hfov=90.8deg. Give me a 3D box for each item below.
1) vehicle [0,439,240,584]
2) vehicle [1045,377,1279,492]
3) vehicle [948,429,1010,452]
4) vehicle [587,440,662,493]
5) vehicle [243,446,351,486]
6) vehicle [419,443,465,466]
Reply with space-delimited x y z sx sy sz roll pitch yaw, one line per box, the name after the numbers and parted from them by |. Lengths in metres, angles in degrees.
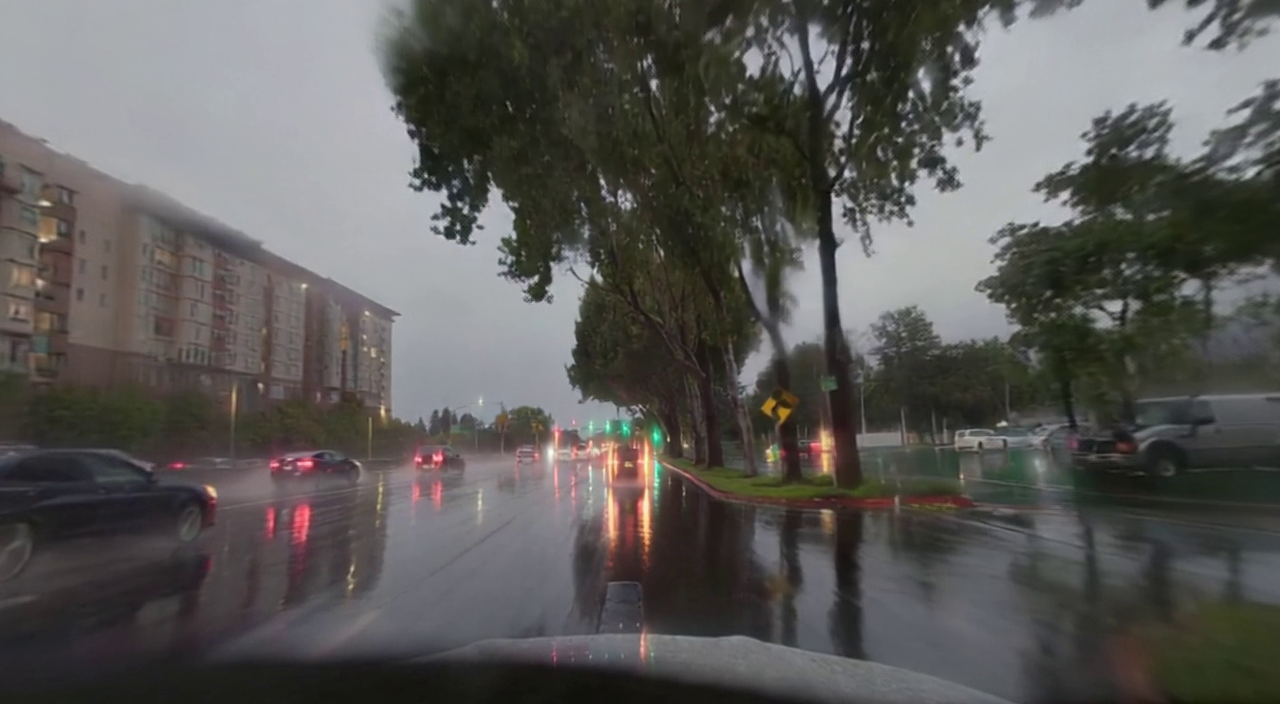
-7.471 1.848 7.931 1.906 1.449 4.576 0 -9 -1 | vehicle
12.576 1.717 14.021 5.253 2.014 2.666 -4 -8 -5 | vehicle
24.783 6.479 46.246 3.437 1.408 1.759 -4 -9 -5 | vehicle
-0.484 3.570 20.015 2.099 1.469 4.389 0 -9 -1 | vehicle
-13.971 4.650 26.091 2.024 1.484 4.592 1 -9 -2 | vehicle
-14.996 7.782 48.062 2.064 1.686 4.380 0 -9 0 | vehicle
